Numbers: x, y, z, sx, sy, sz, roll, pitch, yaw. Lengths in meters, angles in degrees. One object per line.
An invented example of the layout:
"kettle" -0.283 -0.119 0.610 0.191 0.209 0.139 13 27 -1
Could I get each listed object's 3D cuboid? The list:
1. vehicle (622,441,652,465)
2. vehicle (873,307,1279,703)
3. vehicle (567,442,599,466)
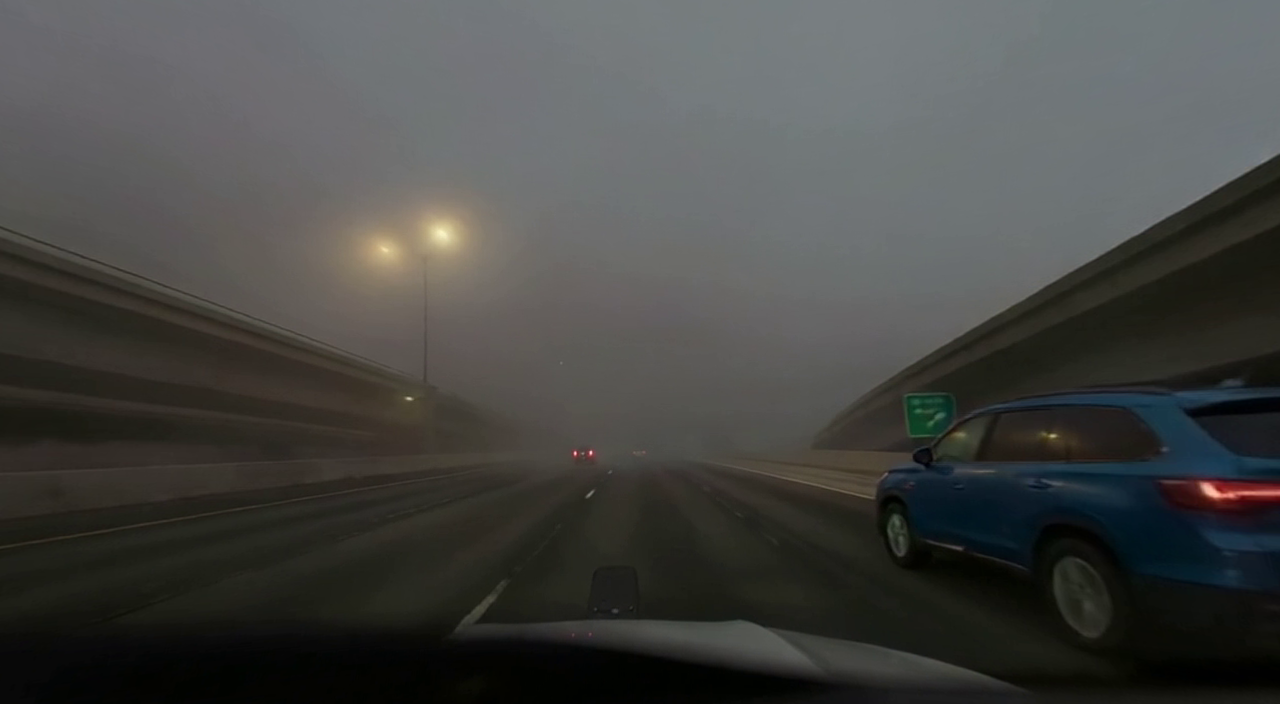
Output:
"vehicle" -0.227 7.389 46.501 2.132 1.657 3.967 0 -8 -1
"vehicle" 3.718 1.014 4.384 2.288 1.841 4.779 0 -8 -1
"vehicle" -4.081 7.336 45.778 2.000 1.646 4.201 0 -8 -1
